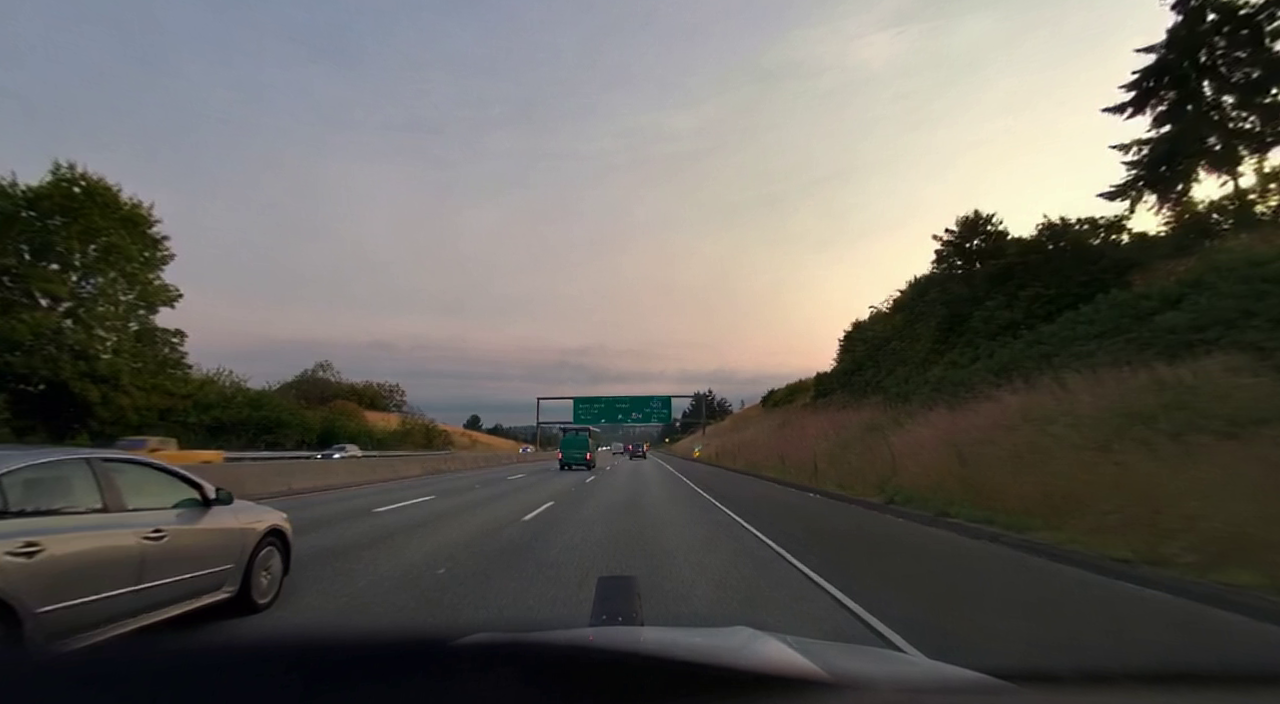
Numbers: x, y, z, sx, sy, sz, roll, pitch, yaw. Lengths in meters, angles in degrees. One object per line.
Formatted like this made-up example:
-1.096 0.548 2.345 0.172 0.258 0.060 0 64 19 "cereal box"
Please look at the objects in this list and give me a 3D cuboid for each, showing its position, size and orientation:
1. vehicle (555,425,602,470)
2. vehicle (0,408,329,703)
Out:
-3.607 5.781 38.087 2.290 2.453 5.561 0 -9 0 "vehicle"
-3.583 1.062 3.270 1.924 1.436 3.915 0 -9 0 "vehicle"
